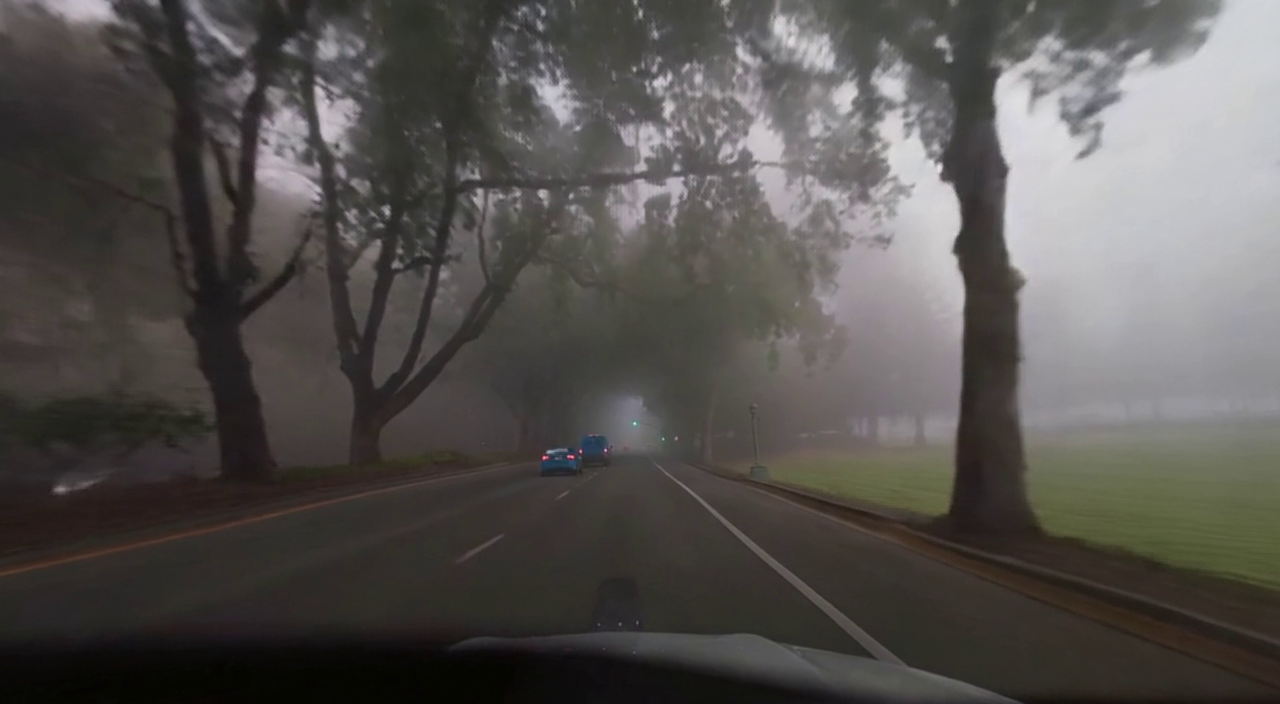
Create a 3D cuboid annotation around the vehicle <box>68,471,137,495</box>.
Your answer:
[{"bbox_3d":[-37.115,9.027,43.698,1.686,1.432,3.673,1,-9,-5],"label":"vehicle"}]

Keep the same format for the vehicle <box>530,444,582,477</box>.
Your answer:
[{"bbox_3d":[-3.970,5.210,30.475,2.009,1.473,4.028,0,-9,-1],"label":"vehicle"}]
